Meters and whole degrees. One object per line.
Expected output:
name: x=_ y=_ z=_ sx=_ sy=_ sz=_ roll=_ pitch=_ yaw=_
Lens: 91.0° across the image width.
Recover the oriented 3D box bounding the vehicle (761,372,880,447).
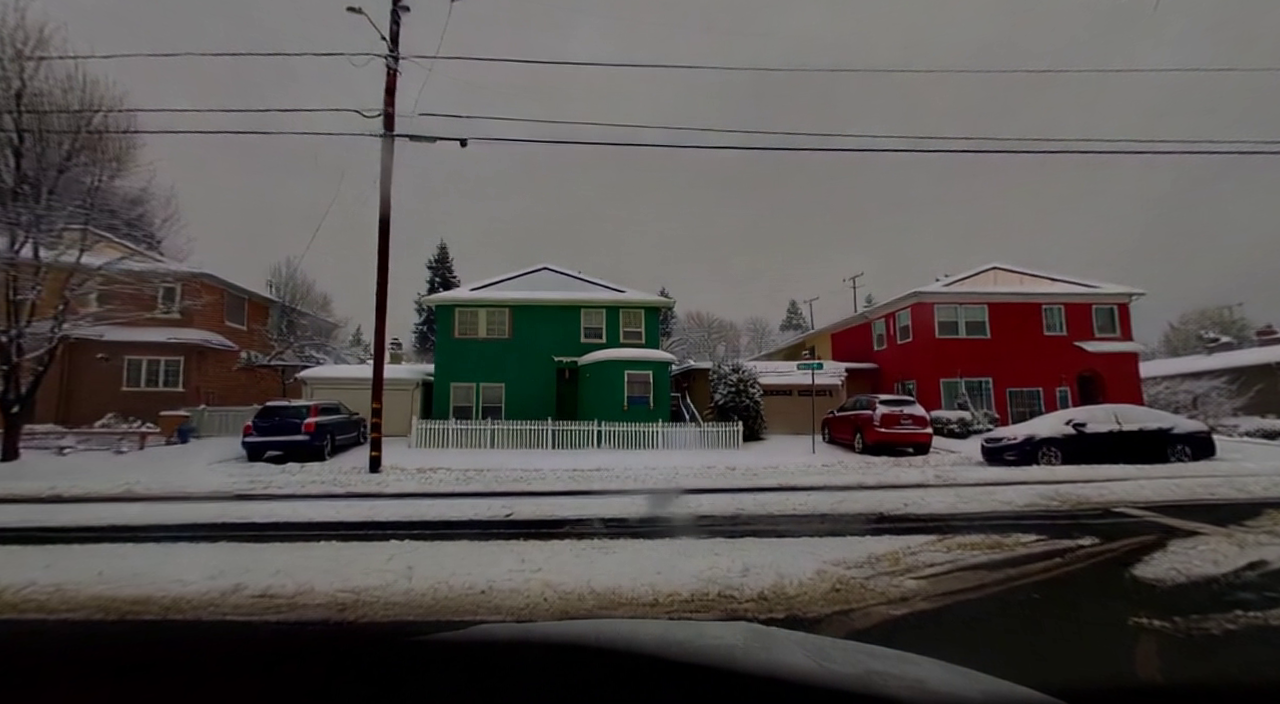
vehicle: x=5.002 y=1.753 z=18.180 sx=2.081 sy=1.891 sz=4.367 roll=0 pitch=-8 yaw=-1

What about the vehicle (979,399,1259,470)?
vehicle: x=10.576 y=1.874 z=14.233 sx=4.644 sy=1.482 sz=1.997 roll=0 pitch=-8 yaw=1

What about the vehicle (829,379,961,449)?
vehicle: x=7.186 y=1.895 z=18.278 sx=2.053 sy=1.756 sz=4.034 roll=0 pitch=-9 yaw=-1

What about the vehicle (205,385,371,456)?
vehicle: x=-9.826 y=2.056 z=18.154 sx=2.091 sy=1.760 sz=4.760 roll=0 pitch=-8 yaw=-1
